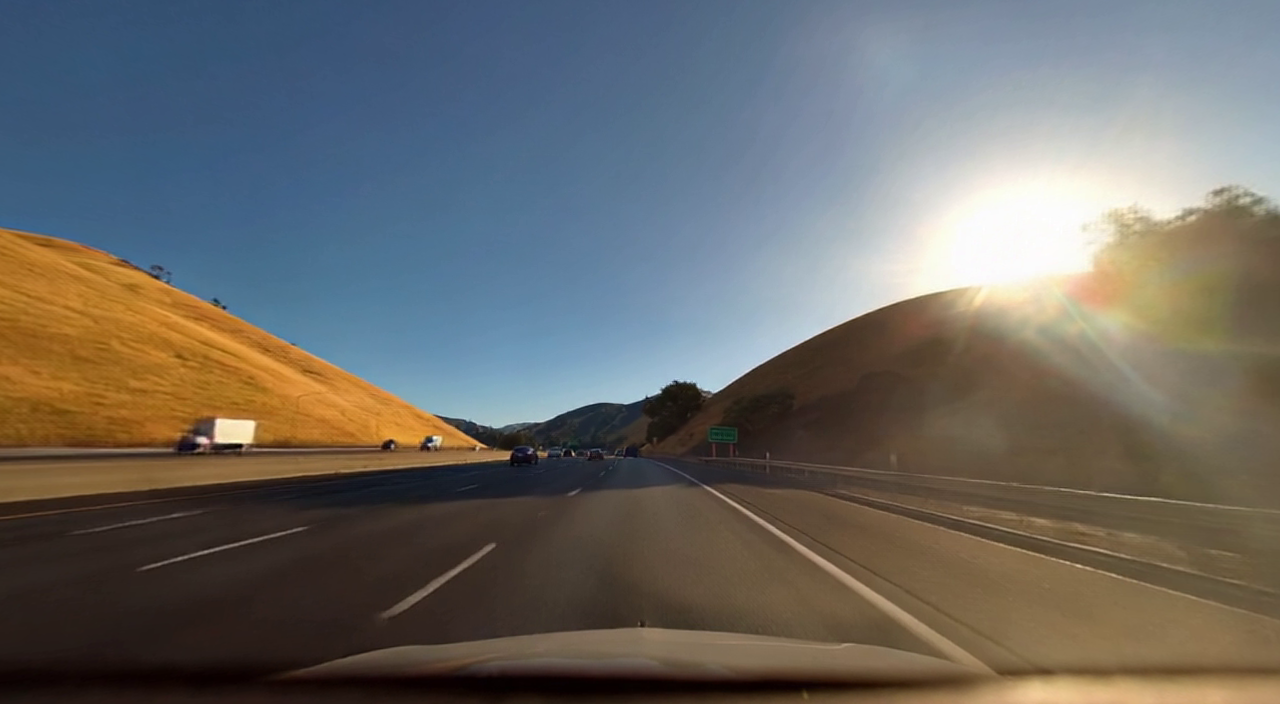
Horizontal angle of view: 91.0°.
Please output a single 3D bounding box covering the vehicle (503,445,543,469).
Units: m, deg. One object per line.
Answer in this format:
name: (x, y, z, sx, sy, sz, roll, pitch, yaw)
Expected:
vehicle: (-8.239, 7.432, 44.753, 2.045, 1.624, 4.338, 0, -9, -1)
